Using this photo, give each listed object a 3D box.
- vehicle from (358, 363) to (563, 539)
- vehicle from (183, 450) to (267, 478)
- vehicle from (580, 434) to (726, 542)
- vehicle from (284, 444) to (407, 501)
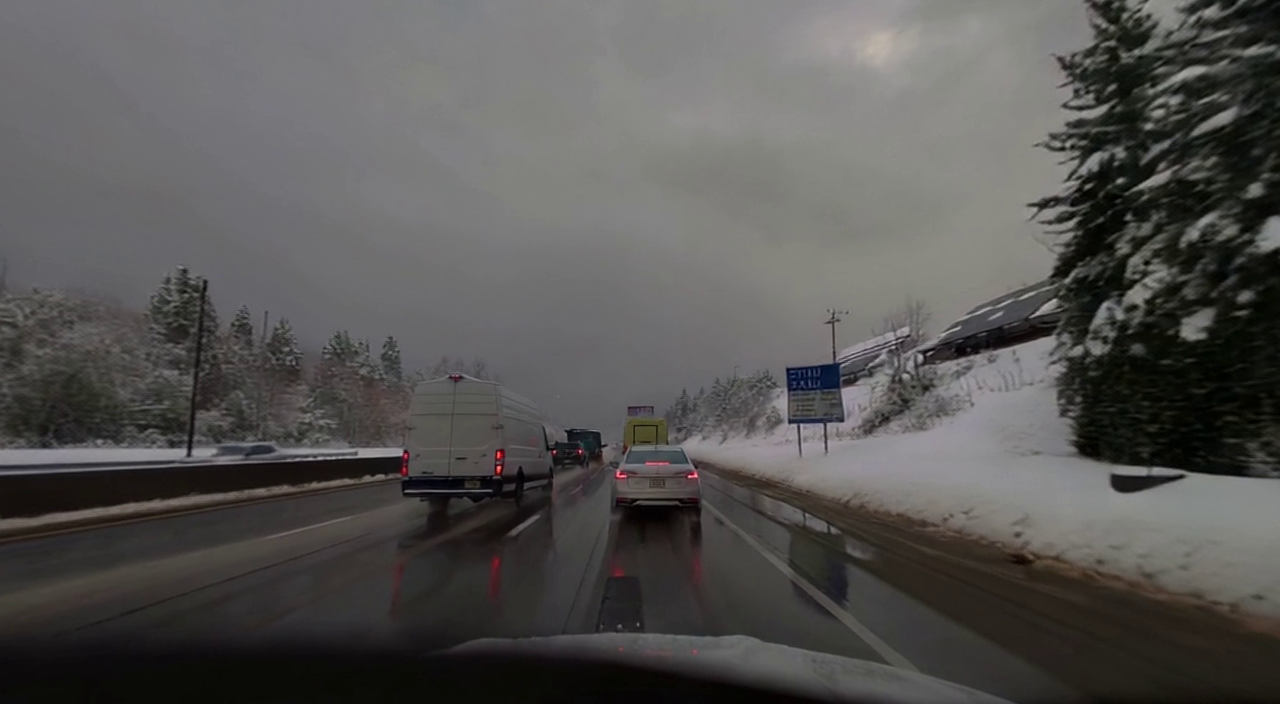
[{"bbox_3d":[-3.231,2.064,13.384,2.289,2.757,6.726,0,-9,1],"label":"vehicle"},{"bbox_3d":[-22.987,6.219,35.154,1.790,1.438,4.160,0,-9,1],"label":"vehicle"},{"bbox_3d":[0.173,2.194,10.732,2.063,1.507,3.488,0,-9,0],"label":"vehicle"},{"bbox_3d":[-8.477,3.476,18.527,1.876,1.482,3.539,0,-9,0],"label":"vehicle"}]
